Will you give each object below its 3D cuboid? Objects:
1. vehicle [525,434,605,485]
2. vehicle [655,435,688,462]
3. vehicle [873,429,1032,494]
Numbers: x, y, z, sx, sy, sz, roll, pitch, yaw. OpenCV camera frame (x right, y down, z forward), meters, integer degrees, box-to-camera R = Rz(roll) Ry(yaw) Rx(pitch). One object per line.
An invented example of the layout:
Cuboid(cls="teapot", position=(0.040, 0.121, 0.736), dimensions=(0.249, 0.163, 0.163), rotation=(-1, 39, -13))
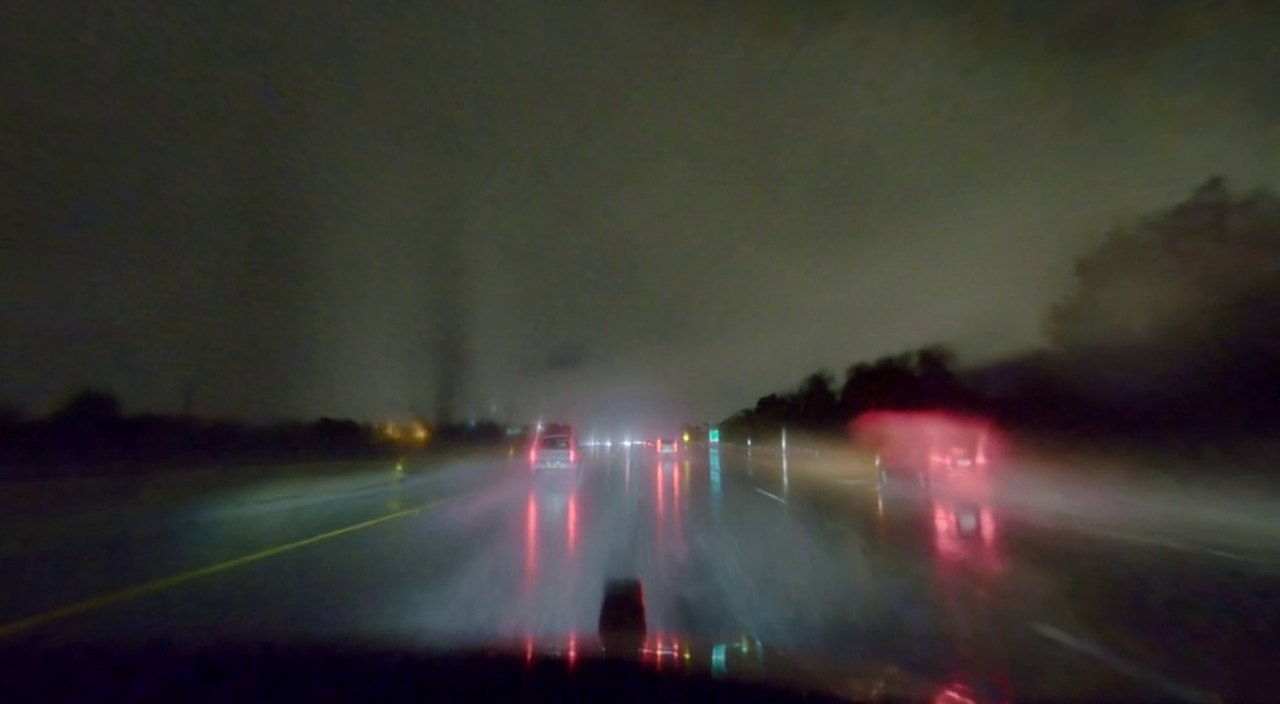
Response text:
Cuboid(cls="vehicle", position=(-2.433, 3.643, 21.509), dimensions=(2.050, 1.546, 4.344), rotation=(-1, -8, 2))
Cuboid(cls="vehicle", position=(2.064, 6.470, 42.107), dimensions=(2.063, 1.698, 4.355), rotation=(0, -8, 2))
Cuboid(cls="vehicle", position=(8.314, 2.957, 17.373), dimensions=(1.870, 1.493, 5.015), rotation=(0, -8, 1))
